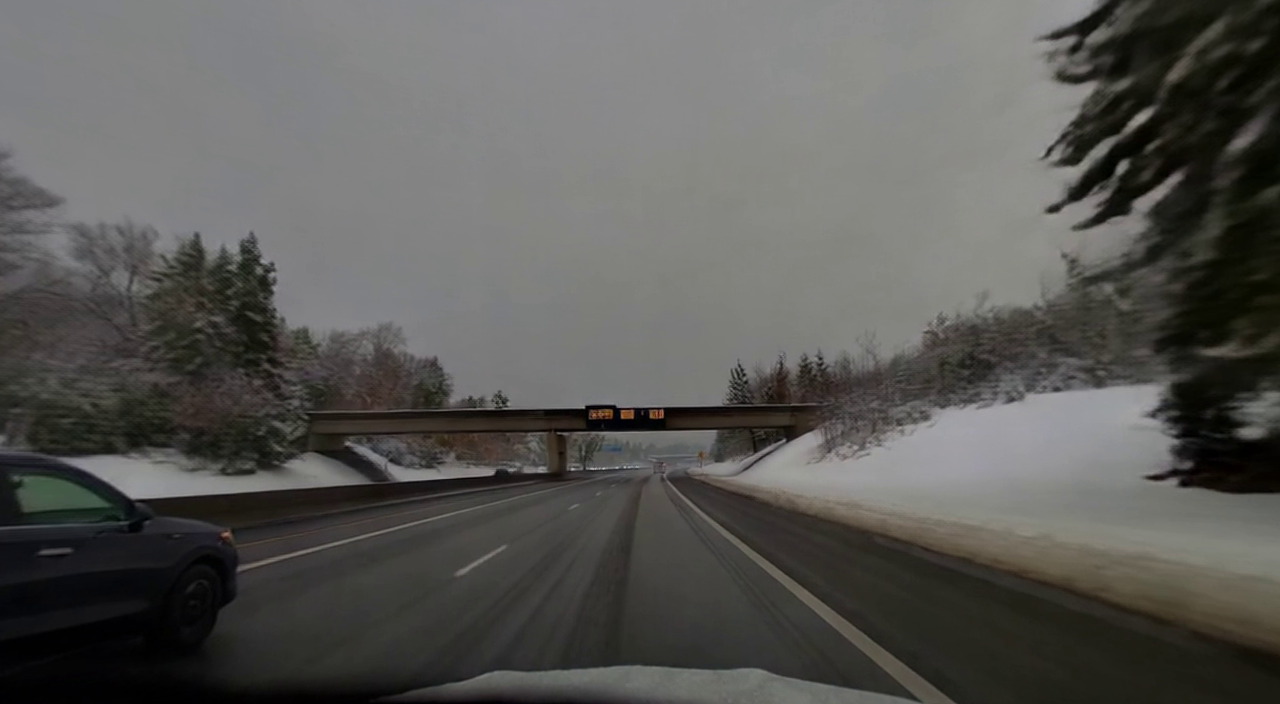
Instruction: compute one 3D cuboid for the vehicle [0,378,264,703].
[{"bbox_3d":[-4.076,0.895,2.566,2.141,1.697,4.641,1,-11,0],"label":"vehicle"}]
